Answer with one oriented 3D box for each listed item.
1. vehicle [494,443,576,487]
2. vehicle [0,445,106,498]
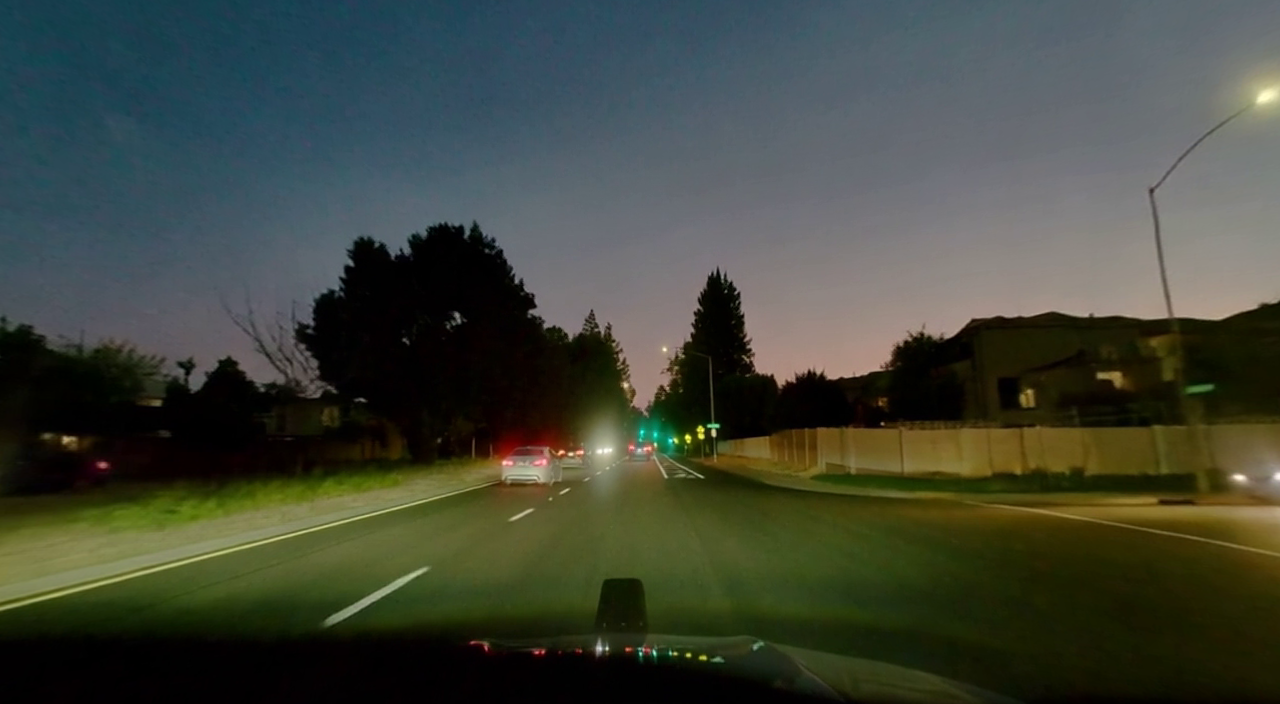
[{"bbox_3d":[-3.746,4.129,23.425,2.188,1.473,4.651,0,-8,1],"label":"vehicle"},{"bbox_3d":[-20.081,3.699,19.757,2.041,1.566,5.174,0,-9,1],"label":"vehicle"}]
